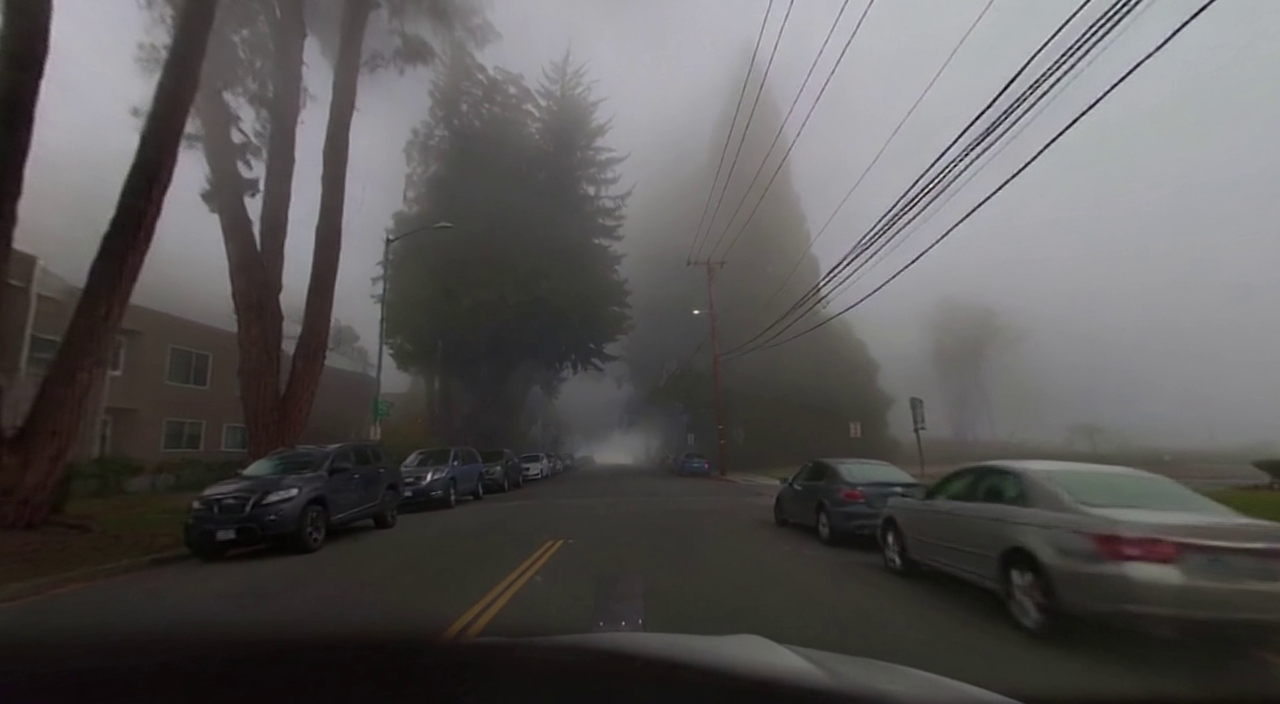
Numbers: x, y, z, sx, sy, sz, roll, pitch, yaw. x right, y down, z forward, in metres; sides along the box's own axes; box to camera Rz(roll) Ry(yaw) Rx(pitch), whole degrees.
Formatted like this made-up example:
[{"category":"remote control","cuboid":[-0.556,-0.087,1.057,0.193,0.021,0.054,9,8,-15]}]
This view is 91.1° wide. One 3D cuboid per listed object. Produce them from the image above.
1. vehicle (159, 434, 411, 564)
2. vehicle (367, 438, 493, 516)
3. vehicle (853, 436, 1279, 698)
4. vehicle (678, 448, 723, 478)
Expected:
[{"category":"vehicle","cuboid":[-6.294,2.574,12.012,2.056,1.876,4.824,-2,-8,-1]},{"category":"vehicle","cuboid":[-6.361,3.805,19.852,2.120,1.989,5.616,-3,-8,-1]},{"category":"vehicle","cuboid":[3.803,1.614,6.029,1.868,1.494,4.652,0,-9,0]},{"category":"vehicle","cuboid":[3.662,6.811,38.783,2.328,1.730,4.225,0,-9,0]}]
